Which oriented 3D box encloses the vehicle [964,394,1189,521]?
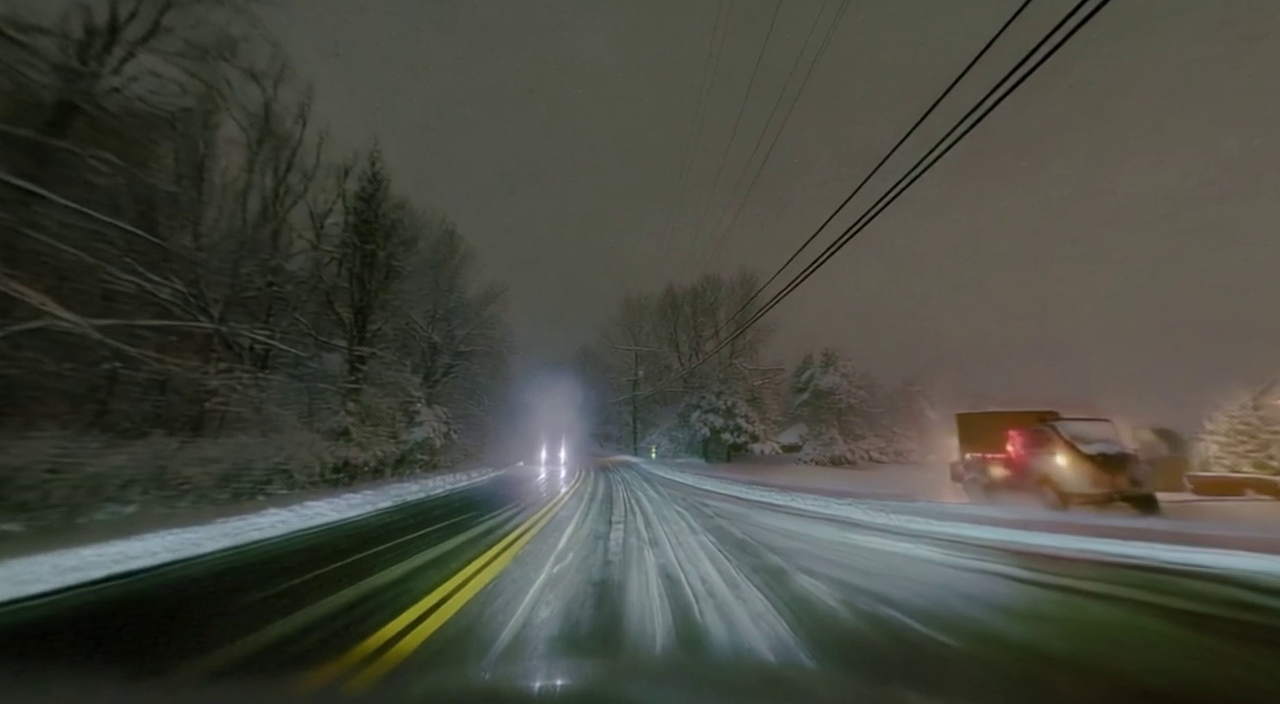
[{"bbox_3d":[13.394,3.257,19.514,5.297,3.064,2.935,9,-9,-15],"label":"vehicle"}]
